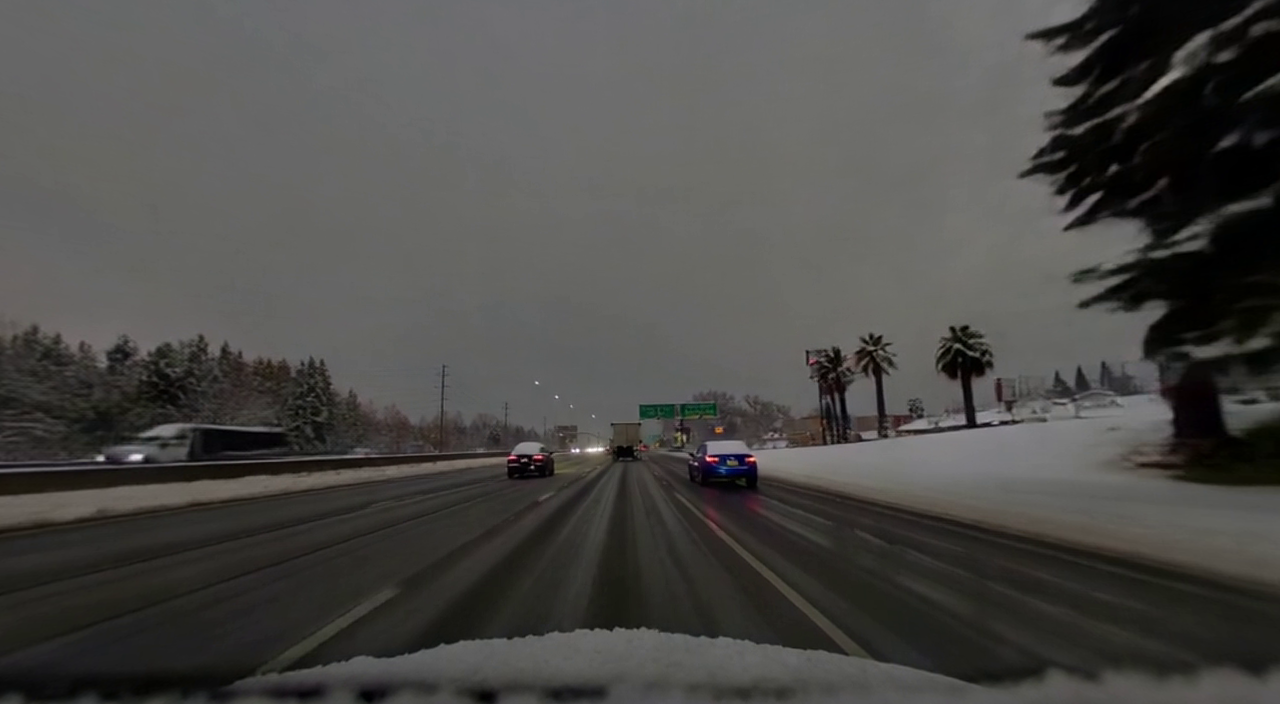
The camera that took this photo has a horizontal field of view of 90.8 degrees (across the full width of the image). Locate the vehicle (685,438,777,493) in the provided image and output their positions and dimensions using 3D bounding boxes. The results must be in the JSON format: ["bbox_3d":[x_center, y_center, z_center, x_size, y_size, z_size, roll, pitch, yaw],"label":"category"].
[{"bbox_3d":[2.842,3.678,20.917,2.175,1.598,4.584,0,-9,-3],"label":"vehicle"}]

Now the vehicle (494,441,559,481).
[{"bbox_3d":[-4.915,4.753,27.968,2.021,1.598,4.887,0,-9,-1],"label":"vehicle"}]

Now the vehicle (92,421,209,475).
[{"bbox_3d":[-35.728,7.058,46.501,3.041,3.650,6.644,0,-9,0],"label":"vehicle"}]

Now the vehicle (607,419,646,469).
[{"bbox_3d":[-0.915,5.968,40.870,2.364,2.953,6.495,0,-9,-2],"label":"vehicle"}]
